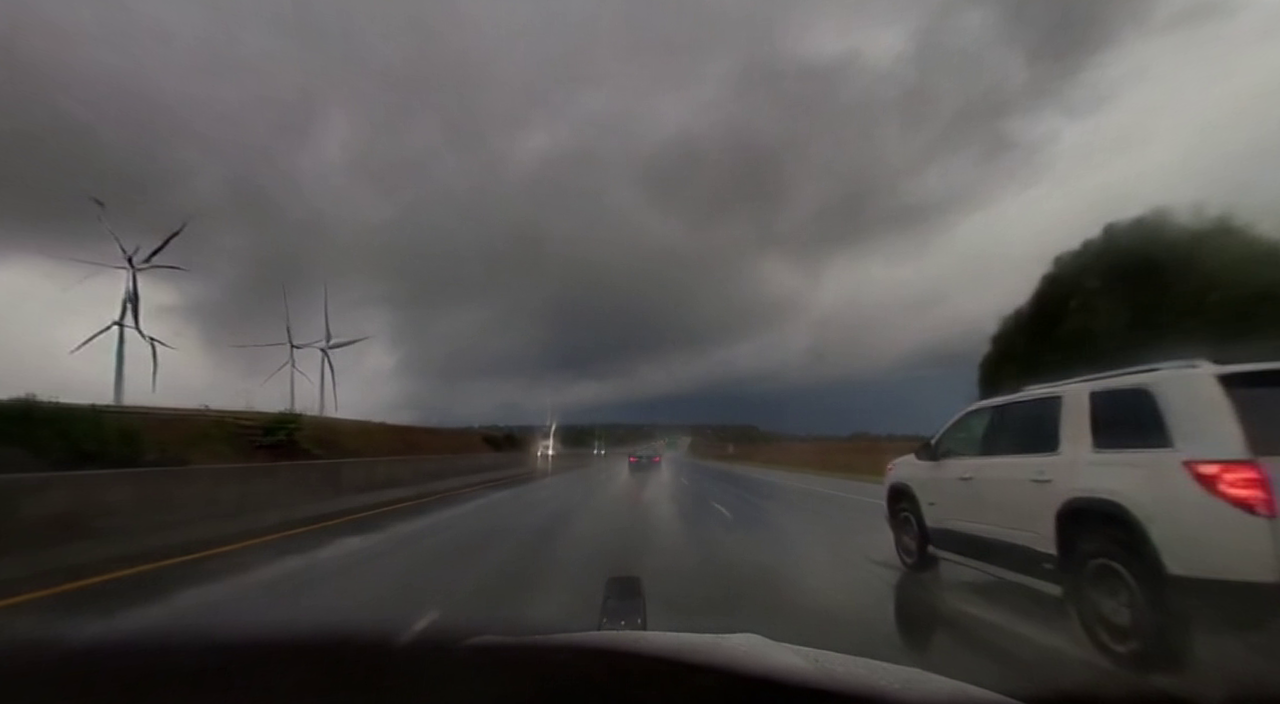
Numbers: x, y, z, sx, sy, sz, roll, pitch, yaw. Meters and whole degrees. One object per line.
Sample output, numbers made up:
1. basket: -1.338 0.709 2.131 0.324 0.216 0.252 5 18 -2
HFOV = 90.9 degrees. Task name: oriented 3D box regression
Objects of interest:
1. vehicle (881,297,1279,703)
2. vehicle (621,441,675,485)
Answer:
1. vehicle: 3.710 0.975 4.306 2.104 1.861 4.956 0 -9 0
2. vehicle: 0.298 4.567 26.202 2.083 1.653 3.787 0 -9 -1
